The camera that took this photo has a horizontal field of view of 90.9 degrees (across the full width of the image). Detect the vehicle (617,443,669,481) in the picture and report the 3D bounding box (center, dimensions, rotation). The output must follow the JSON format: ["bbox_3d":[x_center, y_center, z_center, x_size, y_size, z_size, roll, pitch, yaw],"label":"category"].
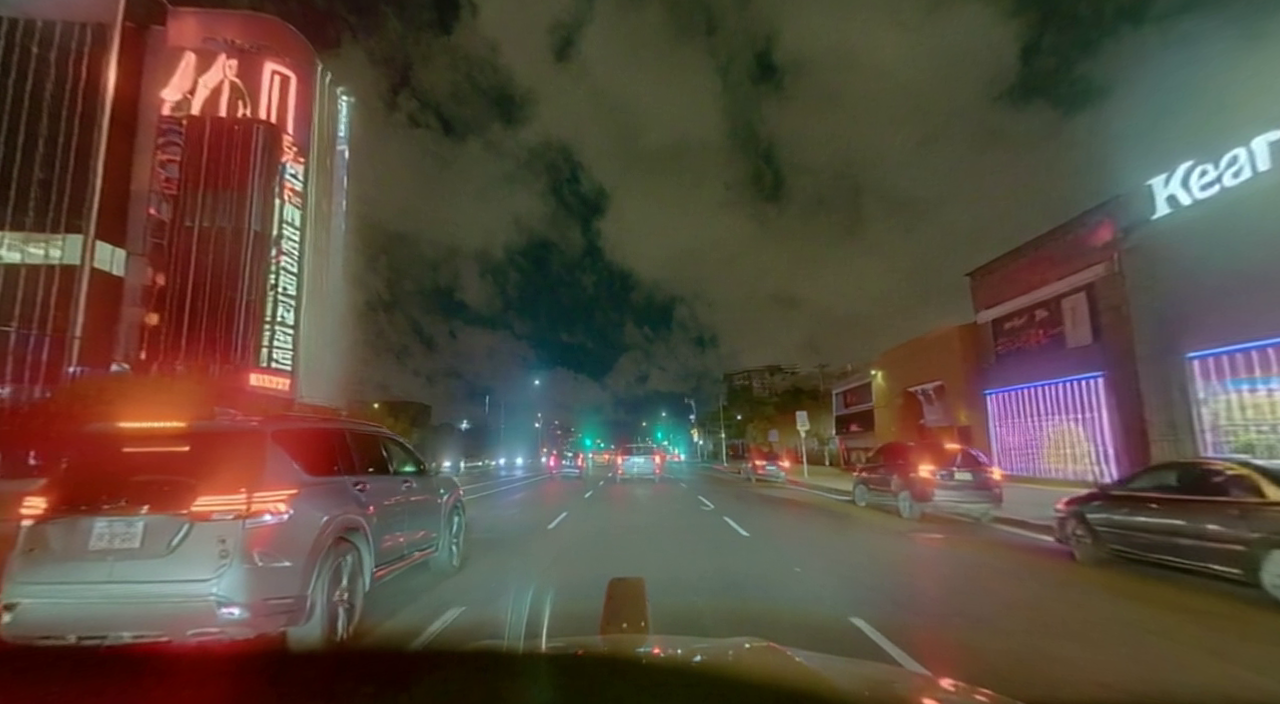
[{"bbox_3d":[0.118,4.656,26.928,2.037,1.484,4.073,0,-9,0],"label":"vehicle"}]

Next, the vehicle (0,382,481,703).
[{"bbox_3d":[-3.000,1.308,5.413,2.049,1.646,4.445,0,-9,1],"label":"vehicle"}]

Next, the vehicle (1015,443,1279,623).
[{"bbox_3d":[6.235,1.691,6.552,1.944,1.462,4.406,0,-9,0],"label":"vehicle"}]

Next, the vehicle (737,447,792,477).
[{"bbox_3d":[6.689,5.930,34.281,2.014,1.495,4.562,0,-9,-1],"label":"vehicle"}]

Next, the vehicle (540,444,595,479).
[{"bbox_3d":[-3.219,4.955,28.768,1.950,1.450,4.257,0,-9,1],"label":"vehicle"}]

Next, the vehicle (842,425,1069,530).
[{"bbox_3d":[6.332,2.571,13.587,2.159,1.817,5.056,0,-9,-2],"label":"vehicle"}]
